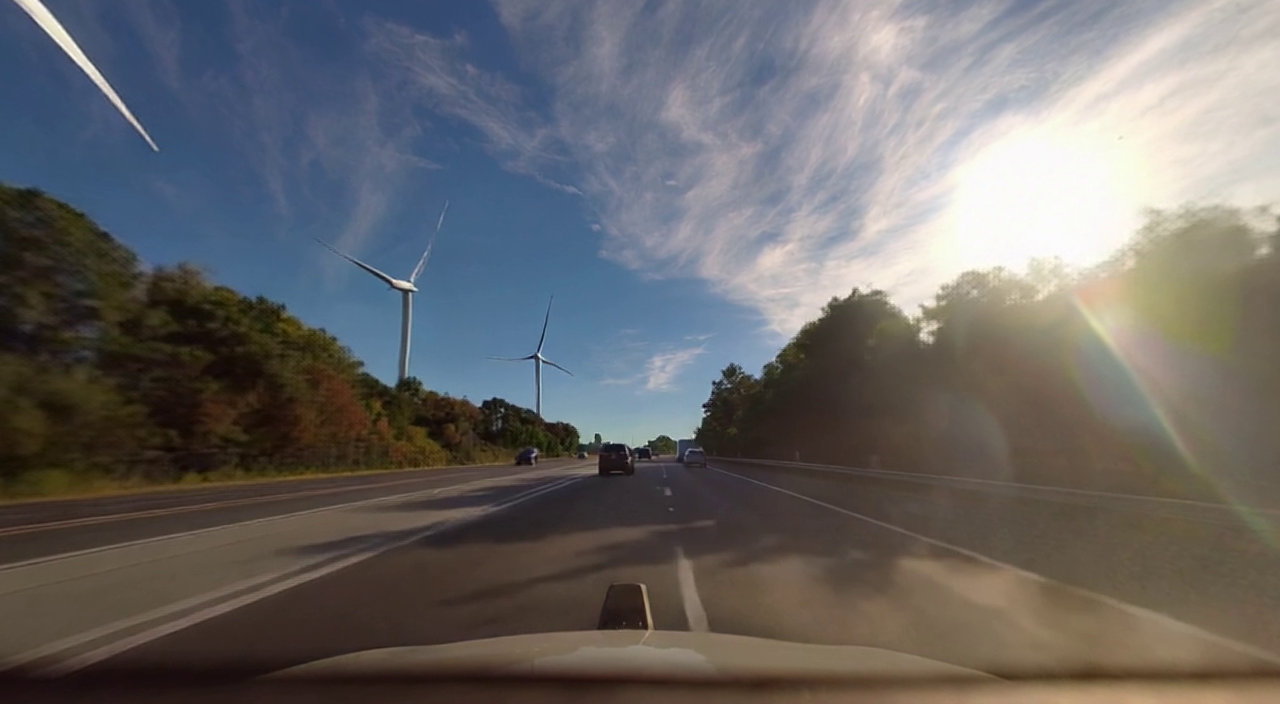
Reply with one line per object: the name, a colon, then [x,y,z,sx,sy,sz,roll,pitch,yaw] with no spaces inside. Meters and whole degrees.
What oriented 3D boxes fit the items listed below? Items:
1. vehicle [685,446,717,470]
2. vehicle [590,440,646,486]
vehicle: [4.524,7.929,47.205,2.040,1.721,4.507,-1,-9,1]
vehicle: [-0.828,4.579,26.161,2.038,1.723,4.150,-1,-9,2]
